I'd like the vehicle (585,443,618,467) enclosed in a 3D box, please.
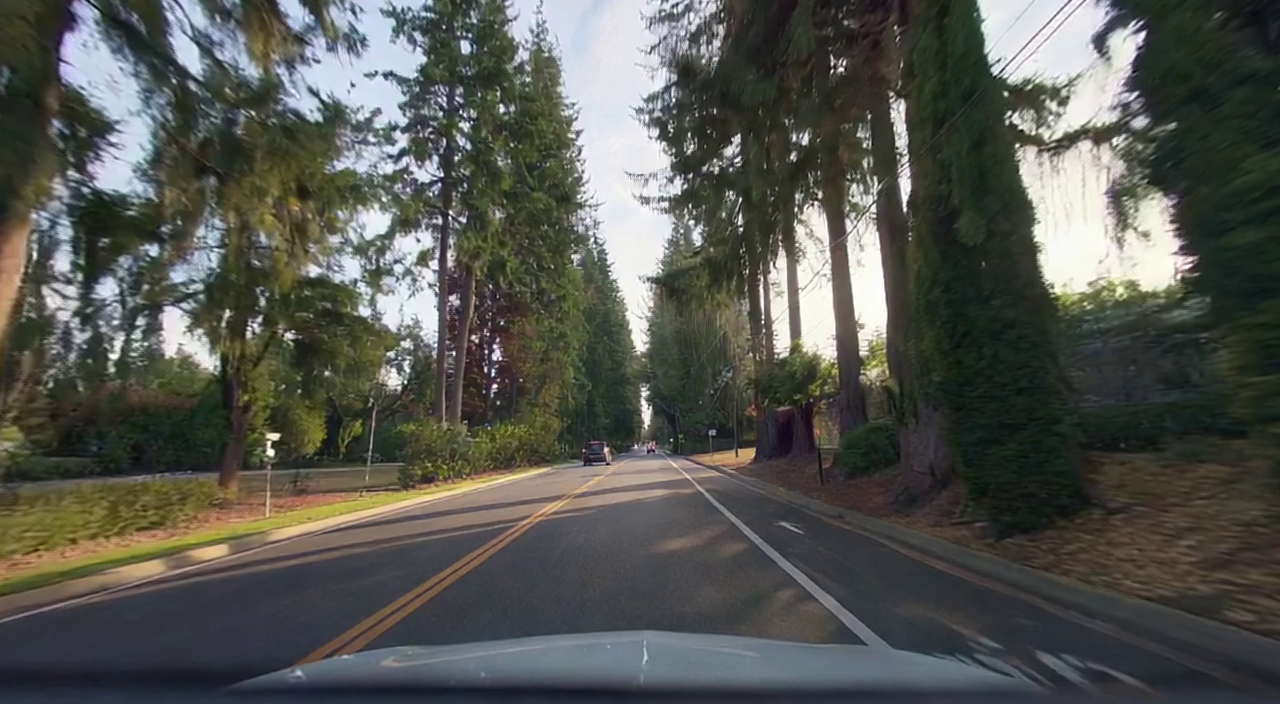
[{"bbox_3d":[-2.963,8.039,49.451,2.087,1.821,4.738,0,-8,3],"label":"vehicle"}]
